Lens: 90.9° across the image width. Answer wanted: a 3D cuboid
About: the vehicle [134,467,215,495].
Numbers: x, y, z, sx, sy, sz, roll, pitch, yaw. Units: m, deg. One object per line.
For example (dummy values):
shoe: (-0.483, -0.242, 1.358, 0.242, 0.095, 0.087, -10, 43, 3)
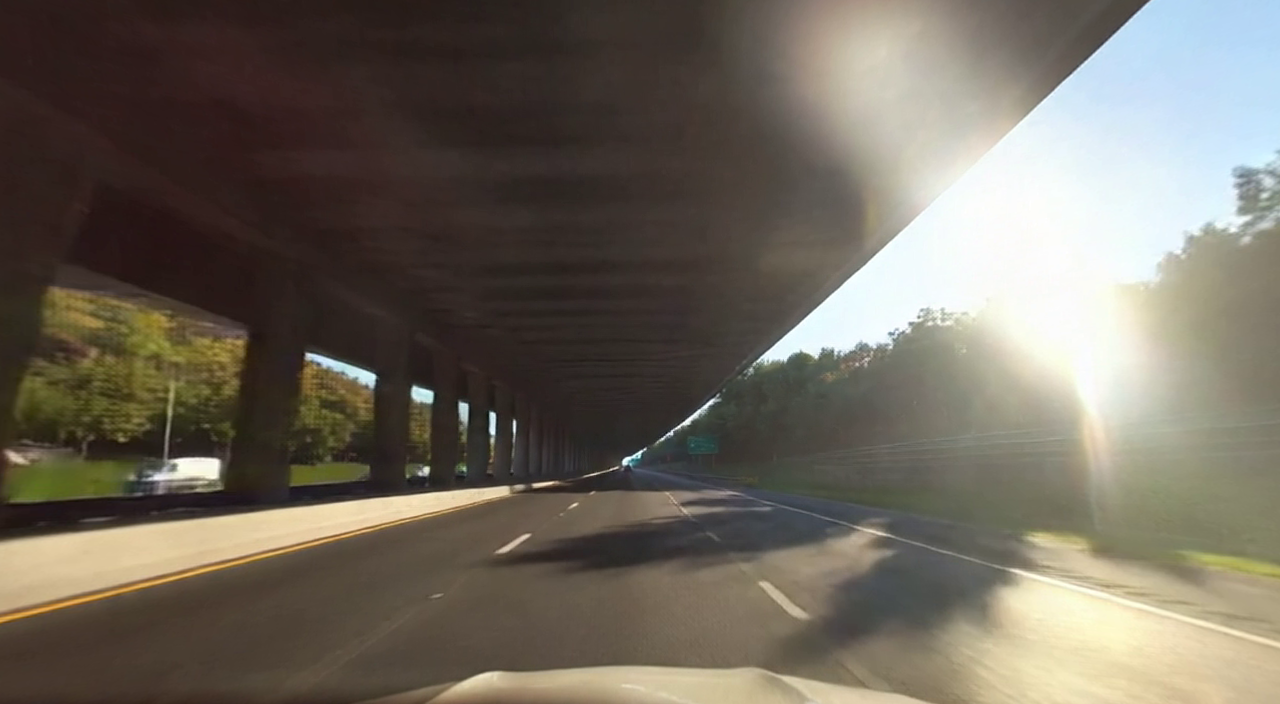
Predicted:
vehicle: (-26.970, 7.462, 36.649, 1.754, 1.494, 3.694, 1, -10, 0)
